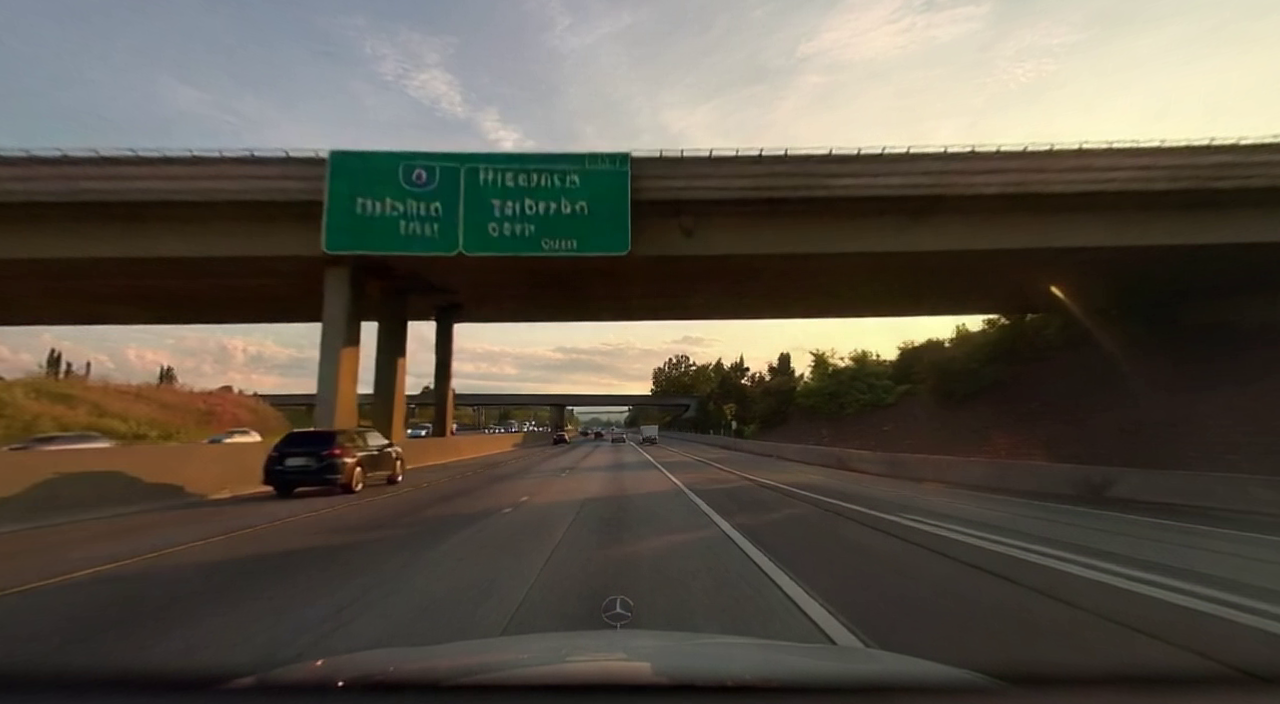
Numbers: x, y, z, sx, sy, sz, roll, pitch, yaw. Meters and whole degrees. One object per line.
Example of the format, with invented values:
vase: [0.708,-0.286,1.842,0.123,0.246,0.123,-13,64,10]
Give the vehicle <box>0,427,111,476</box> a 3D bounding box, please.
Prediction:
vehicle: [-21.960,3.579,22.862,1.840,1.602,4.123,0,-8,-1]

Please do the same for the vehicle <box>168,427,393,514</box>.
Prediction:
vehicle: [-7.247,2.389,13.386,2.216,1.522,4.412,0,-8,0]
